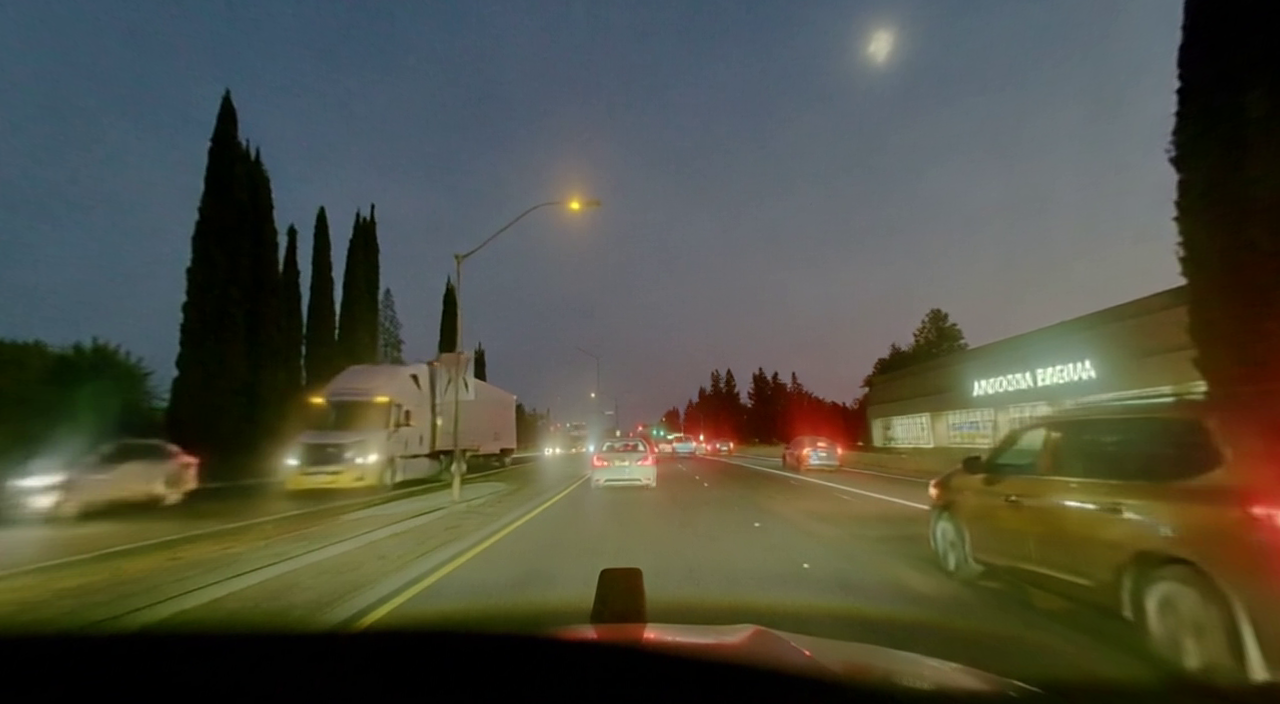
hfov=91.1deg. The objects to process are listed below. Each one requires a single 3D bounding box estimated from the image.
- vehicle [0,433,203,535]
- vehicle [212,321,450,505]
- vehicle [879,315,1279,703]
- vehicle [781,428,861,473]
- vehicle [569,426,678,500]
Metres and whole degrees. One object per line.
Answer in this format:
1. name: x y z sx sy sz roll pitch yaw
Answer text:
1. vehicle: -12.038 2.656 13.367 2.058 1.759 4.577 0 -8 1
2. vehicle: -8.138 1.882 17.976 3.021 4.215 7.024 0 -8 1
3. vehicle: 3.619 1.015 4.370 2.090 1.763 4.560 0 -8 0
4. vehicle: 7.716 4.264 27.208 2.090 1.768 4.407 0 -8 0
5. vehicle: -0.363 2.668 15.440 2.315 1.563 4.080 0 -8 0
